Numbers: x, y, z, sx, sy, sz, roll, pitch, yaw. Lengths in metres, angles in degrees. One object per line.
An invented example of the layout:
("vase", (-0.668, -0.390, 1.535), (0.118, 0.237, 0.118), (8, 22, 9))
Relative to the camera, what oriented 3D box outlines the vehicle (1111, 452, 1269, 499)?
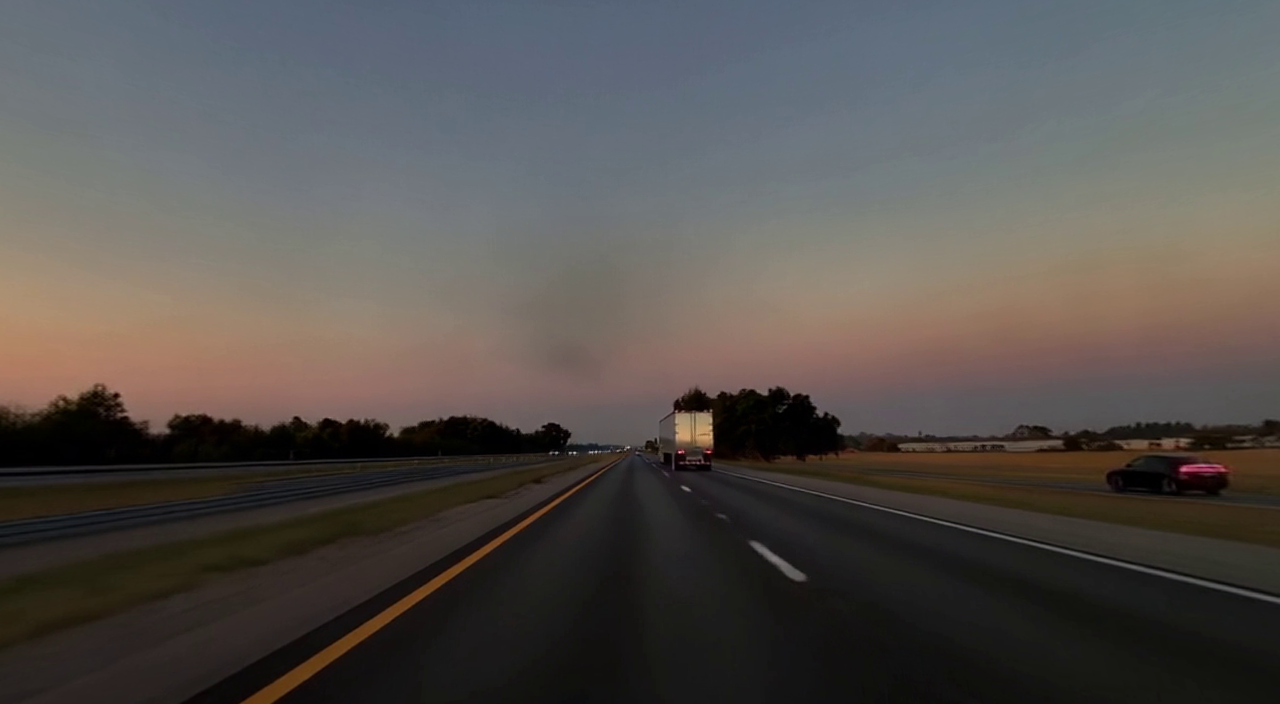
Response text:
("vehicle", (19.349, 4.315, 22.439), (1.836, 1.499, 3.936), (1, -9, -6))
